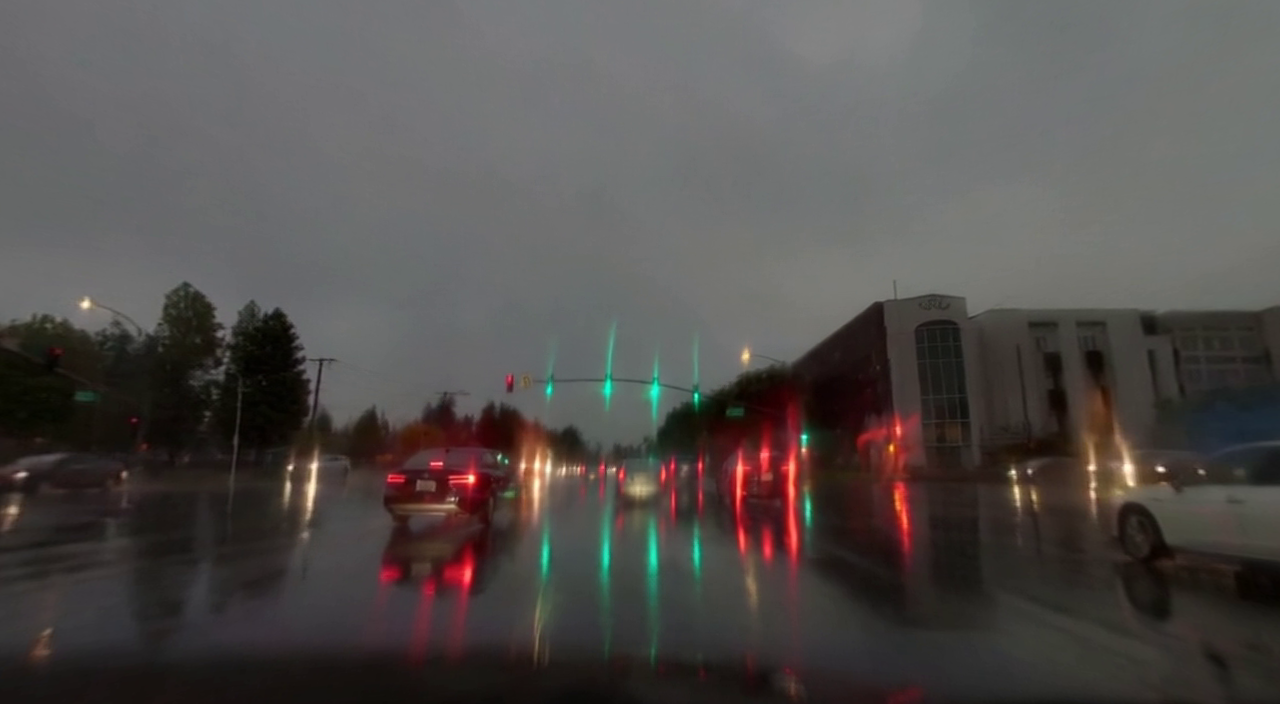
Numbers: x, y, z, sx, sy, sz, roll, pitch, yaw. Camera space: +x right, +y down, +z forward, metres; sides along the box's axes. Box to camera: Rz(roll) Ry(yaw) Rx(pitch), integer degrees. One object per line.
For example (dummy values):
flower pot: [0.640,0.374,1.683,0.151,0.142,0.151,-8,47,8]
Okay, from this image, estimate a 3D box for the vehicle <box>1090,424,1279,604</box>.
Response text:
vehicle: [6.571,1.389,5.322,1.959,1.553,4.809,0,-9,-1]

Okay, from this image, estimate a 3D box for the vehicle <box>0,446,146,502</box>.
vehicle: [-17.848,3.639,19.353,1.857,1.511,4.399,0,-9,0]

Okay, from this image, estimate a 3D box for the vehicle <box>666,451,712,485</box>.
vehicle: [2.699,6.546,35.914,2.138,1.778,4.422,0,-9,-2]

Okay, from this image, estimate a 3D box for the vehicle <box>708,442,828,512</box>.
vehicle: [3.155,3.190,16.727,1.996,1.566,4.917,0,-9,-2]

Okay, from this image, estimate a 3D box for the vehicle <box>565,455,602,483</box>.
vehicle: [-3.716,7.801,42.347,2.033,1.714,4.278,0,-9,1]

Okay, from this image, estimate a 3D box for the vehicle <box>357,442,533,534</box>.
vehicle: [-3.555,2.557,12.575,2.045,1.463,4.490,0,-9,0]

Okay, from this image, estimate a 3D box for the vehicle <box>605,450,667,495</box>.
vehicle: [-0.183,4.351,23.234,2.098,1.461,3.958,0,-9,-1]

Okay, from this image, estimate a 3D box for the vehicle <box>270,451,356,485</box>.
vehicle: [-18.379,6.584,35.875,2.172,1.751,4.889,0,-10,1]
